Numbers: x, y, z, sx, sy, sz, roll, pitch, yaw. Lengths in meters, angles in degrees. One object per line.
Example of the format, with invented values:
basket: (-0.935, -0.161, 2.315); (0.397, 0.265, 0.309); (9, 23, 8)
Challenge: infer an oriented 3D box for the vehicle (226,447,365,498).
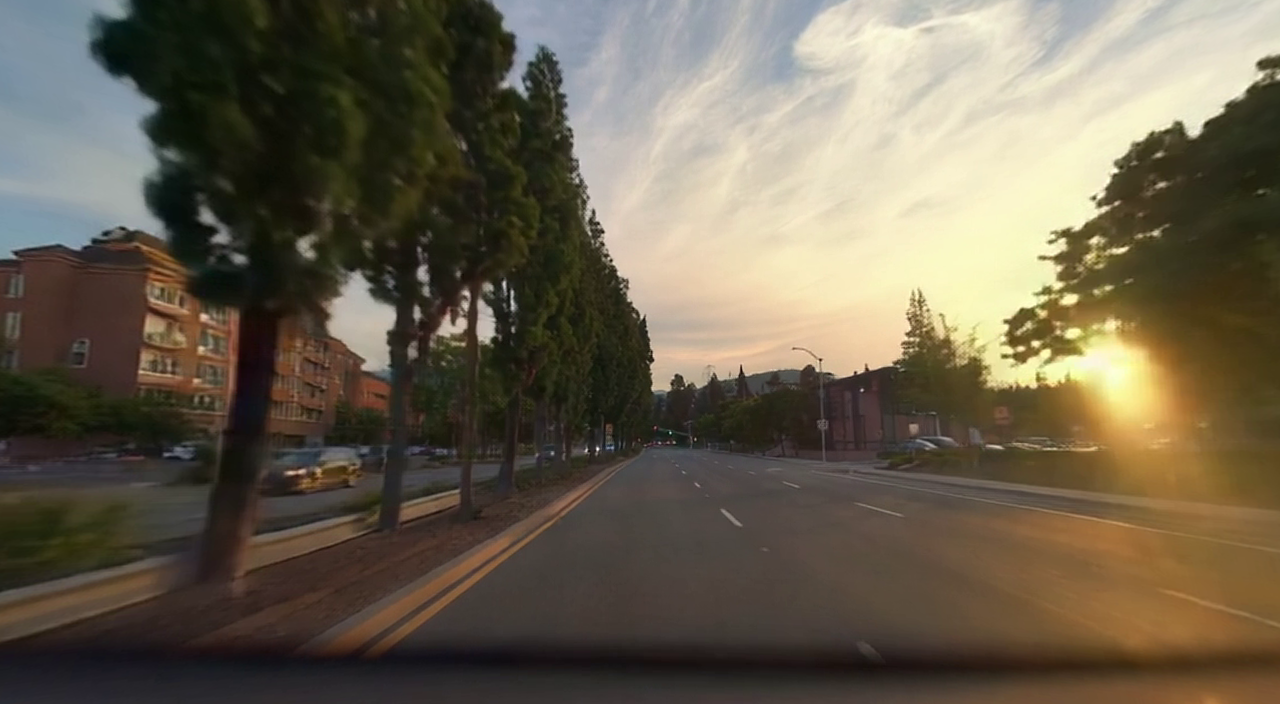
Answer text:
vehicle: (-11.391, 3.975, 21.339); (1.930, 1.494, 4.706); (0, -8, 2)
